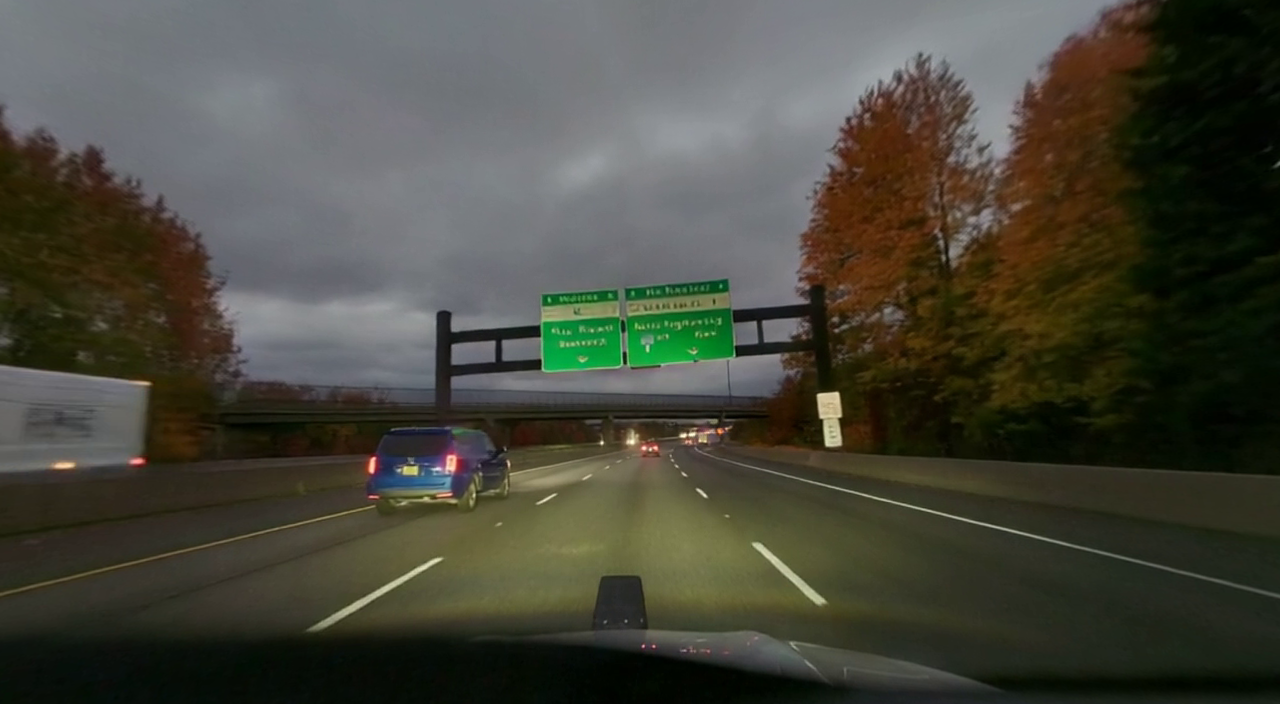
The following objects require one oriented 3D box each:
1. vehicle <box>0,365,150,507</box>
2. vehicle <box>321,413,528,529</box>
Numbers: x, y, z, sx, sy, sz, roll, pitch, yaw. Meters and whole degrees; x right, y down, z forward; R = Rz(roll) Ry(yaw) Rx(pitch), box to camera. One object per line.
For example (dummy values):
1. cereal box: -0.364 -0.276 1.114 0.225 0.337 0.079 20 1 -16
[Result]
1. vehicle: -20.006 2.178 16.399 2.955 4.073 13.911 0 -8 2
2. vehicle: -3.608 2.102 11.645 2.177 1.707 4.432 0 -8 1
